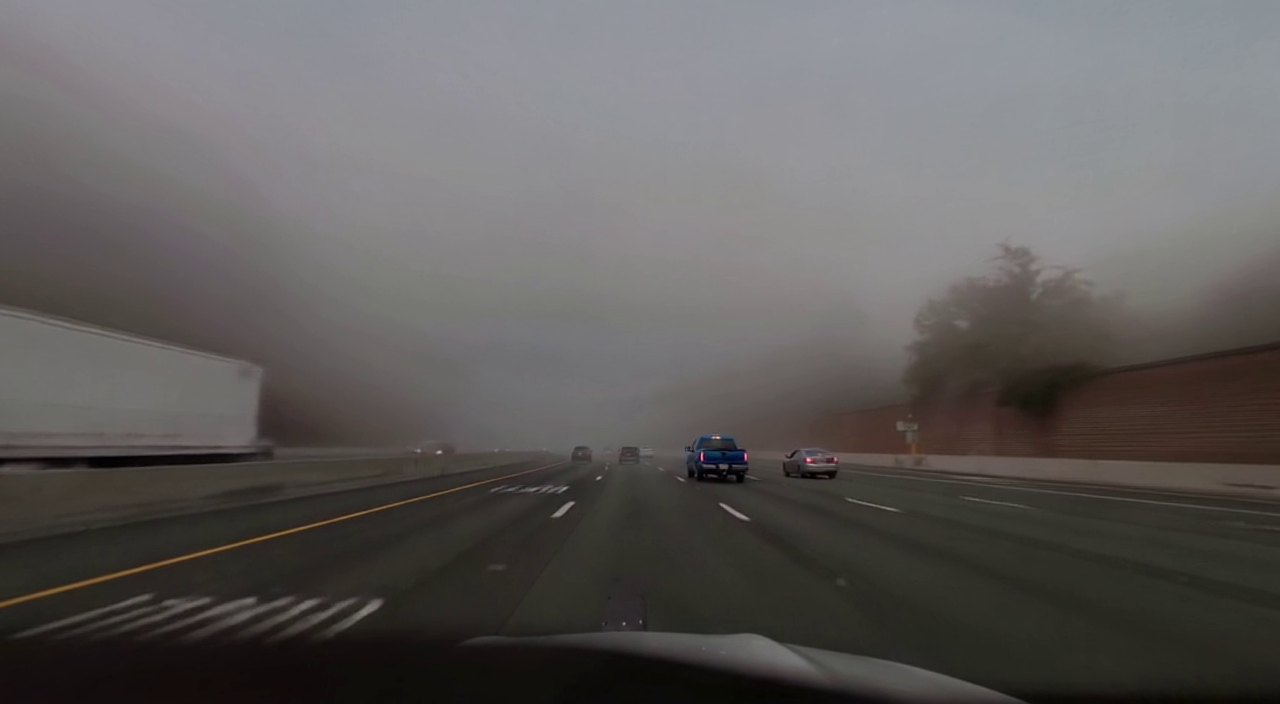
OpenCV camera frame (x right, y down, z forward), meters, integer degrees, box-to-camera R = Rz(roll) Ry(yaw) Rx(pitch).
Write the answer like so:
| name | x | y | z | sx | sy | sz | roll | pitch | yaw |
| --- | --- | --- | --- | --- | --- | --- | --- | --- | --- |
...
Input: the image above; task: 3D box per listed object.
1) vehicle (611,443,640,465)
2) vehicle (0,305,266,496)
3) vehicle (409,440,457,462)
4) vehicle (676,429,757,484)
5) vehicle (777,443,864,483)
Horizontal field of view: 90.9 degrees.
| name | x | y | z | sx | sy | sz | roll | pitch | yaw |
| --- | --- | --- | --- | --- | --- | --- | --- | --- | --- |
| vehicle | -1.161 | 7.870 | 48.784 | 2.050 | 1.607 | 3.821 | 0 | -8 | -3 |
| vehicle | -13.892 | 1.152 | 13.525 | 3.332 | 3.597 | 13.916 | 0 | -8 | 0 |
| vehicle | -14.751 | 7.069 | 45.275 | 2.044 | 1.488 | 4.527 | 0 | -8 | -2 |
| vehicle | 2.922 | 4.167 | 25.479 | 2.374 | 1.952 | 5.431 | 0 | -8 | -2 |
| vehicle | 7.333 | 4.548 | 26.242 | 1.976 | 1.485 | 4.925 | 0 | -8 | -3 |
